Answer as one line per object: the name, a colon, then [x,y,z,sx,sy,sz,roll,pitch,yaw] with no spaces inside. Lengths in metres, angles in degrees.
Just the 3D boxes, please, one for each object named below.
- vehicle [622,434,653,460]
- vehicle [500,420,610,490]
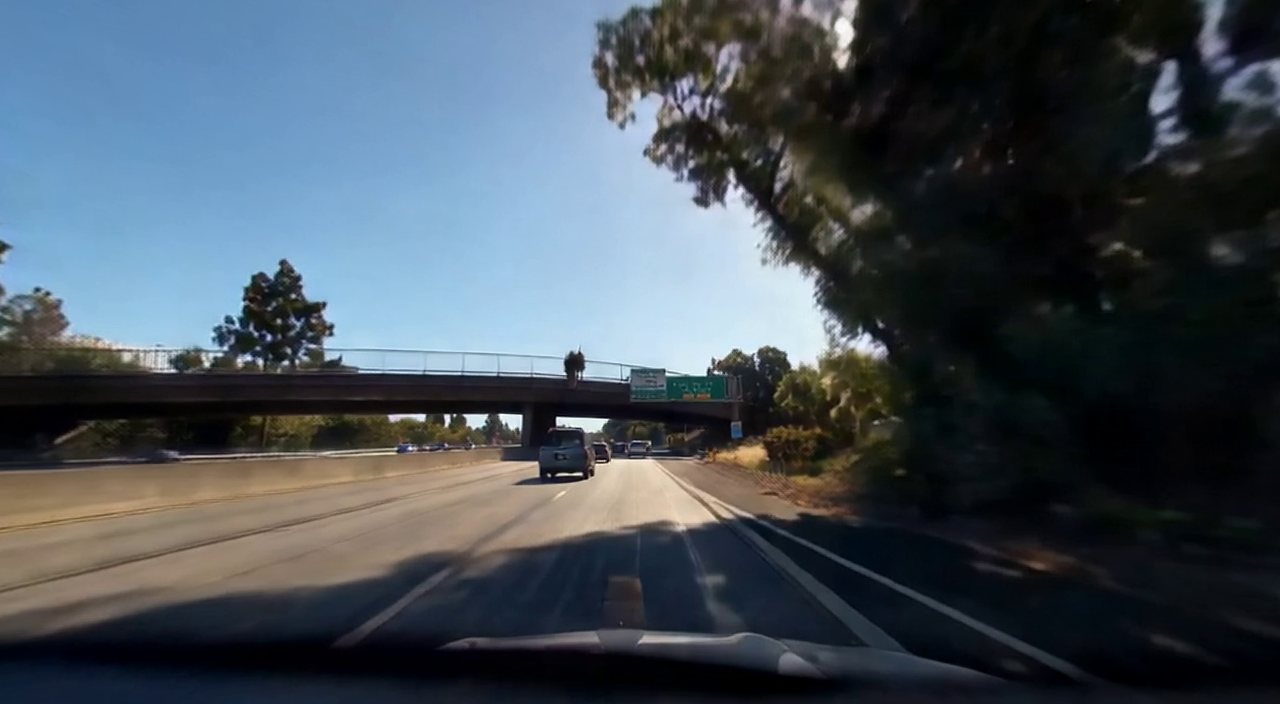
vehicle: [-0.174,7.321,48.530,2.306,1.857,4.657,0,-9,0]
vehicle: [-2.529,3.313,20.536,2.497,1.957,5.432,-1,-9,3]
